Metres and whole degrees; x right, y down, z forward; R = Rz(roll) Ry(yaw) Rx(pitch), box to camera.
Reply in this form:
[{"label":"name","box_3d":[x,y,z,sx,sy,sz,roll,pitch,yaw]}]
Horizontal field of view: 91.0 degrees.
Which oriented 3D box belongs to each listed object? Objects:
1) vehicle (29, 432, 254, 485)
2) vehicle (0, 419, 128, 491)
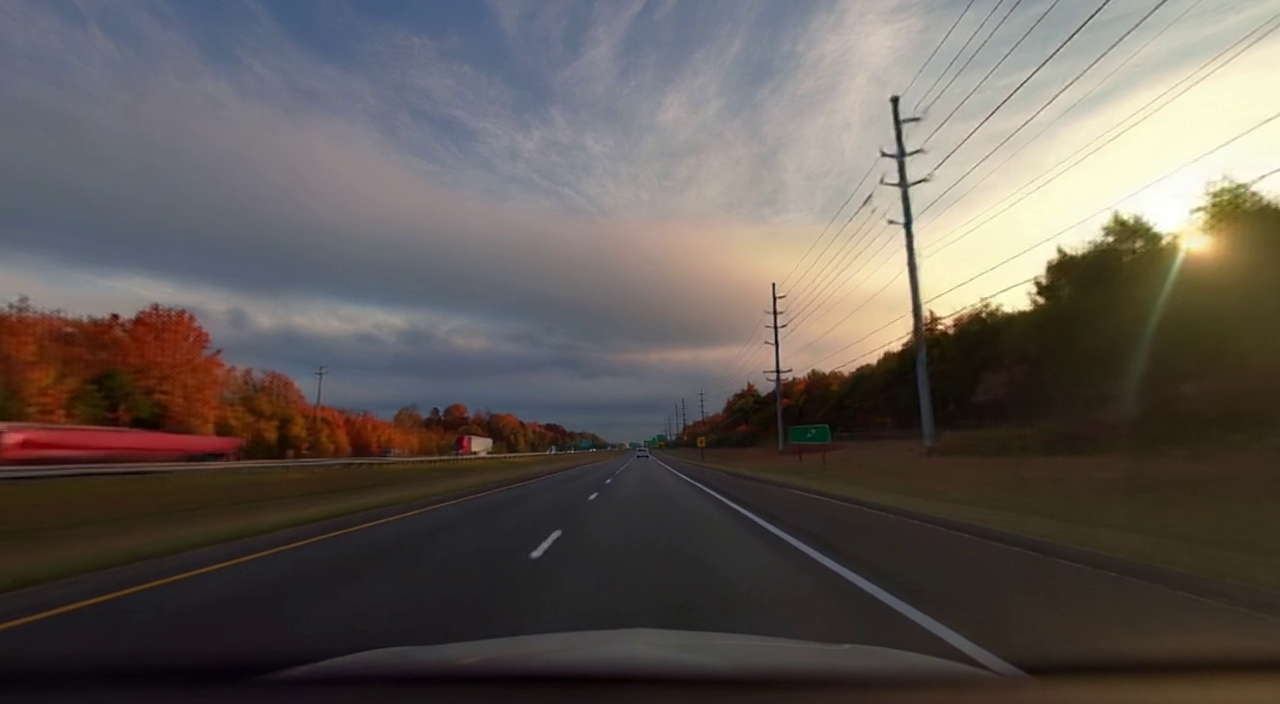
[{"label":"vehicle","box_3d":[-31.944,6.991,42.052,2.766,2.849,15.052,0,-9,1]},{"label":"vehicle","box_3d":[-31.994,5.353,33.001,3.034,3.377,8.451,0,-9,0]}]
